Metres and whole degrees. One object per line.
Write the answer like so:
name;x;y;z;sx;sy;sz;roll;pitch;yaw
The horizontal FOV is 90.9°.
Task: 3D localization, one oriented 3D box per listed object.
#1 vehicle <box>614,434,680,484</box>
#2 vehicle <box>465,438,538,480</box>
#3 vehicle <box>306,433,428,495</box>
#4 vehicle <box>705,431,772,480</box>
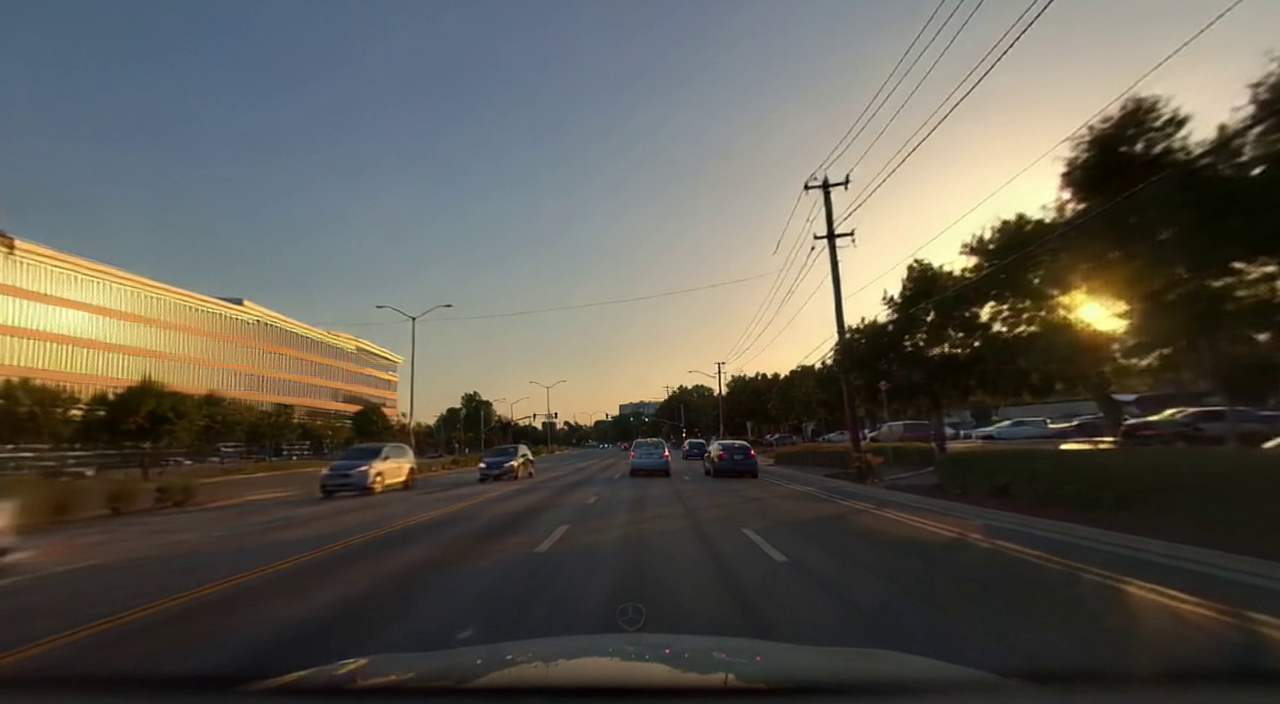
vehicle;0.263;3.867;23.173;2.200;1.653;4.127;0;-8;1
vehicle;-6.041;4.731;28.180;2.187;1.711;4.505;0;-8;1
vehicle;-9.521;3.917;22.454;2.109;1.826;4.704;-4;-9;2
vehicle;3.687;3.960;24.291;1.914;1.698;4.049;0;-8;0
